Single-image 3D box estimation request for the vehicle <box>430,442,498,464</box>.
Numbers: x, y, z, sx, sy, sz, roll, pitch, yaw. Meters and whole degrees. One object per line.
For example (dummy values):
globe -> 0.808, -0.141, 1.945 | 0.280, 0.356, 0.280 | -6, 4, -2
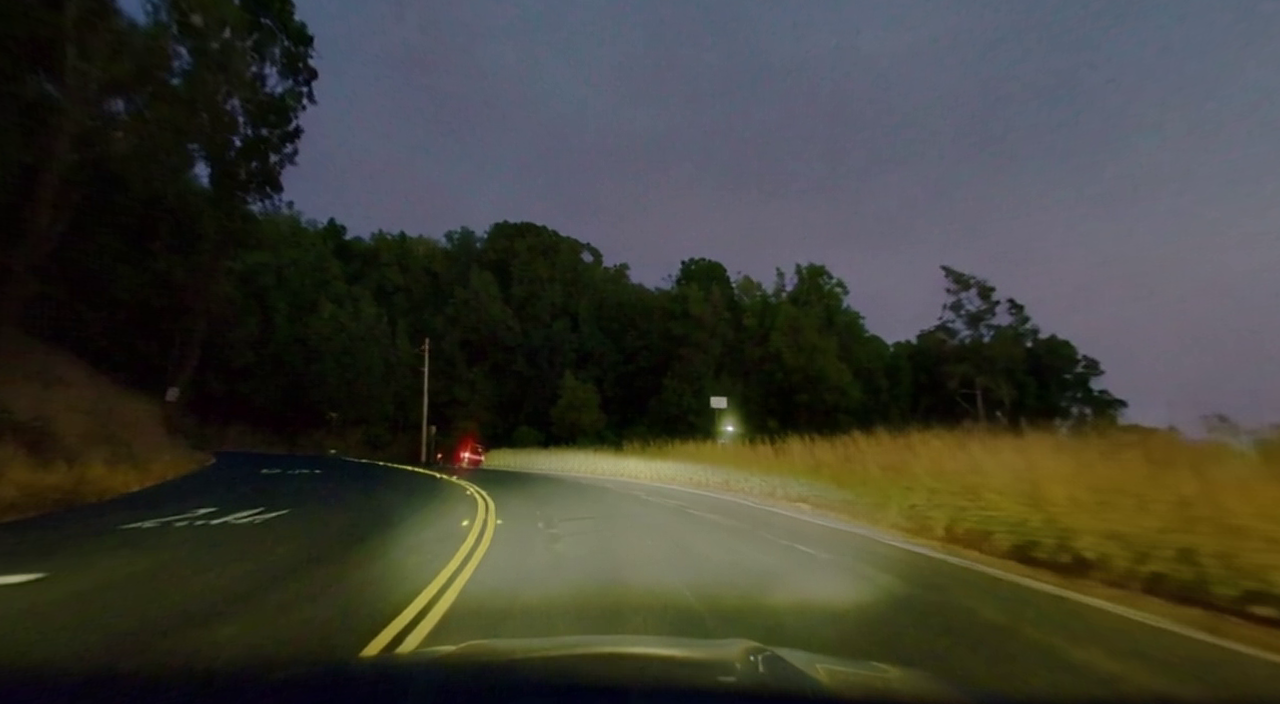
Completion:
vehicle -> -13.579, 7.801, 48.779 | 2.042, 1.612, 4.612 | -8, -11, 42
